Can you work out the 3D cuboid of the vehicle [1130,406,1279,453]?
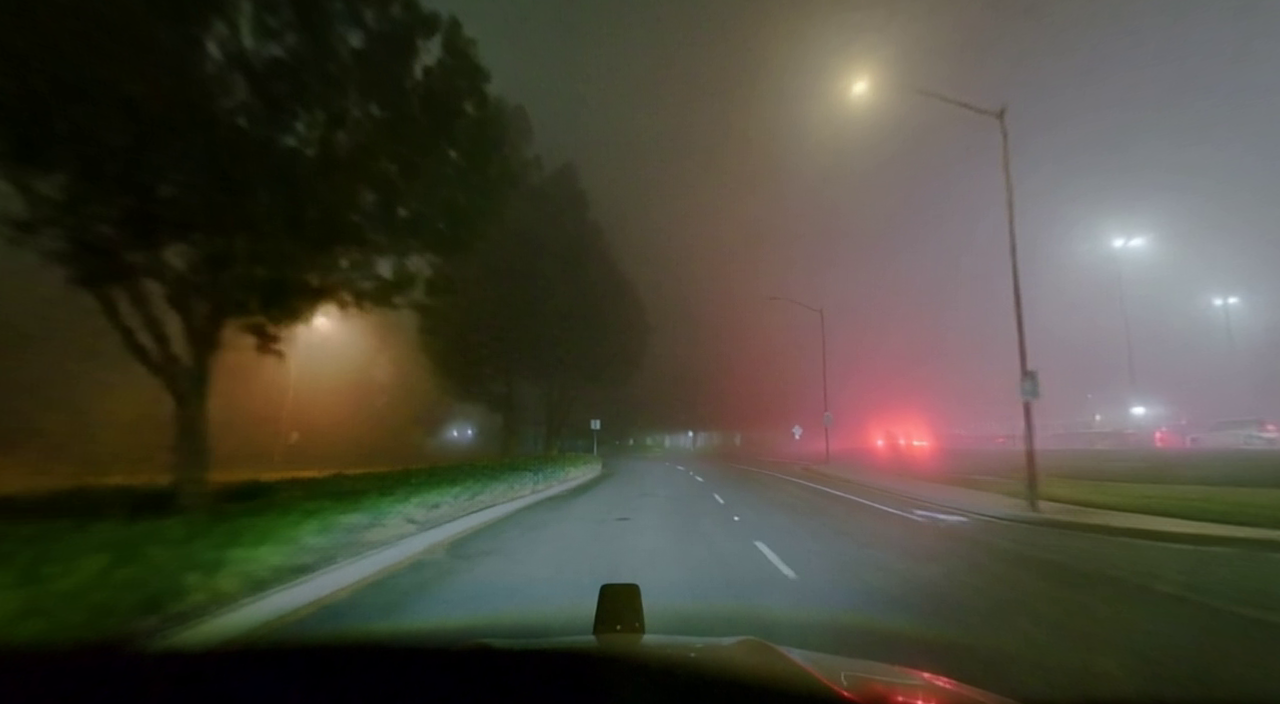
[{"bbox_3d":[30.109,4.102,32.727,2.569,2.236,6.684,7,-11,-38],"label":"vehicle"}]
